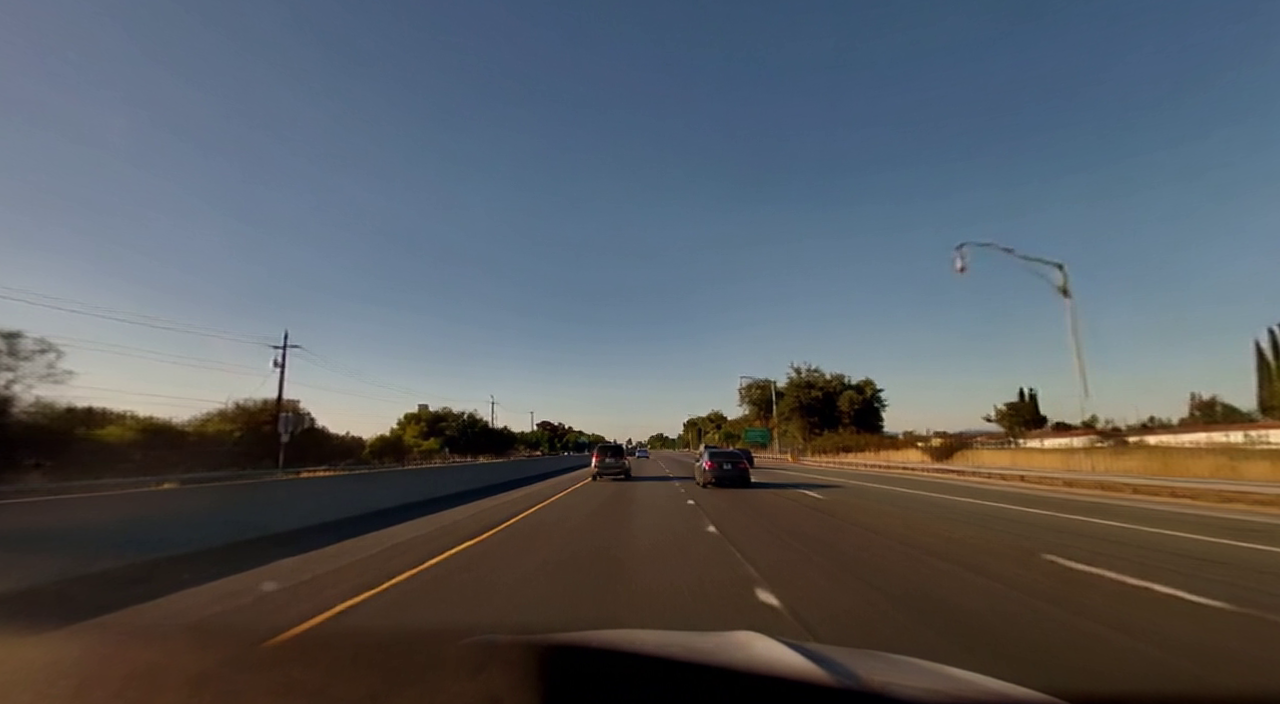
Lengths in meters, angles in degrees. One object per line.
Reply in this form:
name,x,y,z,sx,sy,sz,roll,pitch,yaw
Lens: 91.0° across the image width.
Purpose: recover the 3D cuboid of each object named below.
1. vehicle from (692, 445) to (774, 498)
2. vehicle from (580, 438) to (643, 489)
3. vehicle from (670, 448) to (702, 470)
vehicle,2.813,3.721,19.986,2.004,1.471,4.032,0,-9,0
vehicle,-0.962,4.175,23.813,2.142,1.724,4.344,0,-9,1
vehicle,3.364,7.921,46.901,2.047,1.540,4.294,0,-9,0
